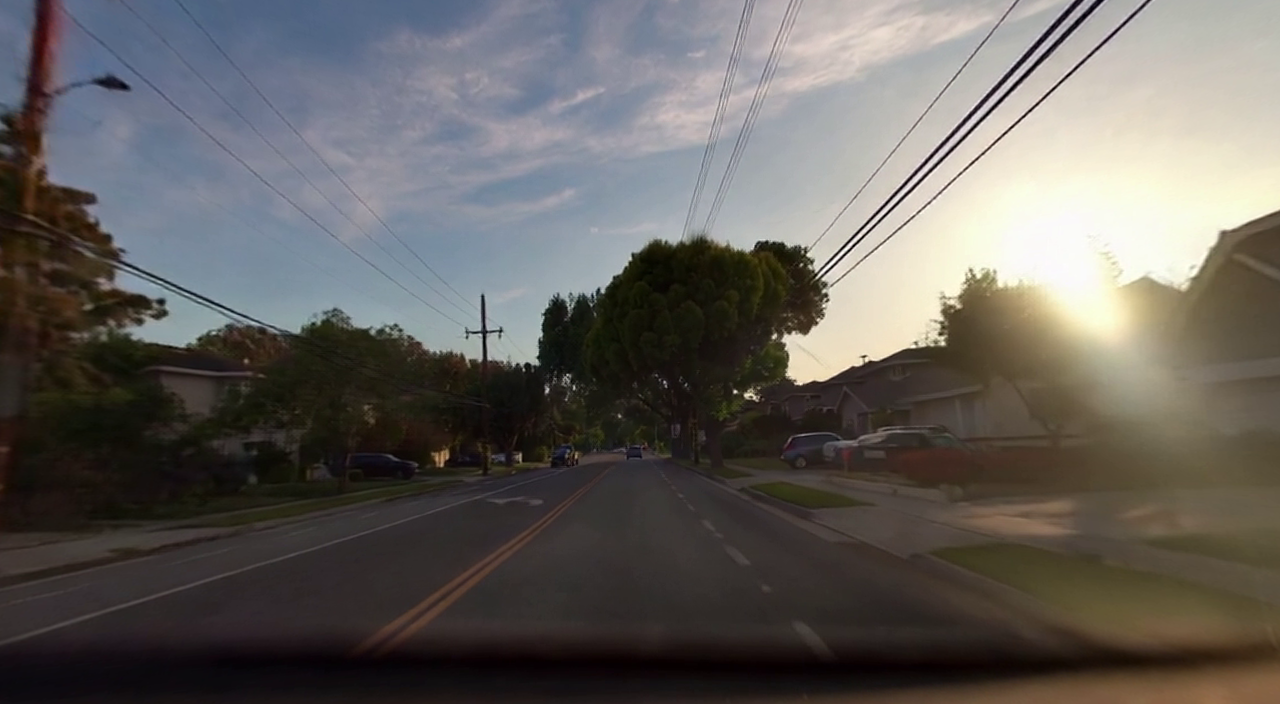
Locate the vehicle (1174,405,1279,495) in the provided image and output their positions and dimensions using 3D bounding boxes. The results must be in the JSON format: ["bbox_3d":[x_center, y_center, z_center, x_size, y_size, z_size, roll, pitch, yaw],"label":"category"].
[{"bbox_3d":[11.819,1.576,10.372,1.973,1.481,4.745,-4,-7,1],"label":"vehicle"}]

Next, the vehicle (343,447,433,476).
[{"bbox_3d":[-14.989,6.516,37.765,4.501,1.689,2.106,0,-8,1],"label":"vehicle"}]

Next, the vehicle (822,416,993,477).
[{"bbox_3d":[8.883,3.193,21.371,4.747,1.942,2.158,0,-8,1],"label":"vehicle"}]
